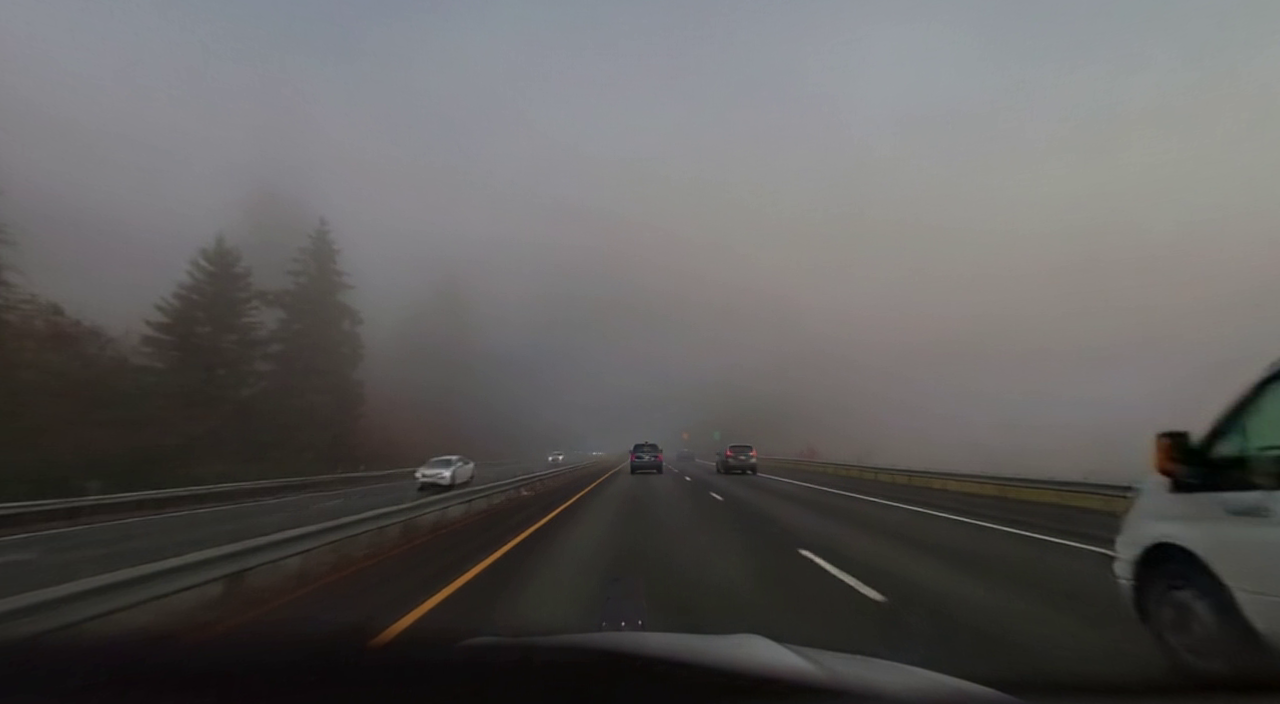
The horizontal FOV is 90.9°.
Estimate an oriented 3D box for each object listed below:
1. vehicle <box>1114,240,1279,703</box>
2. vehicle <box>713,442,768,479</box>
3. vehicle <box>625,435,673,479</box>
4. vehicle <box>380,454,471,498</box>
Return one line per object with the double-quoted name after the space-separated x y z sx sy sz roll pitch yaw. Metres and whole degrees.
4.115 0.409 1.469 2.232 2.290 4.720 0 -9 0 "vehicle"
4.591 5.005 29.264 1.868 1.566 3.509 0 -9 -2 "vehicle"
0.404 5.017 30.224 2.143 1.925 4.101 0 -9 0 "vehicle"
-8.632 4.998 25.876 2.008 1.540 4.953 0 -9 0 "vehicle"
